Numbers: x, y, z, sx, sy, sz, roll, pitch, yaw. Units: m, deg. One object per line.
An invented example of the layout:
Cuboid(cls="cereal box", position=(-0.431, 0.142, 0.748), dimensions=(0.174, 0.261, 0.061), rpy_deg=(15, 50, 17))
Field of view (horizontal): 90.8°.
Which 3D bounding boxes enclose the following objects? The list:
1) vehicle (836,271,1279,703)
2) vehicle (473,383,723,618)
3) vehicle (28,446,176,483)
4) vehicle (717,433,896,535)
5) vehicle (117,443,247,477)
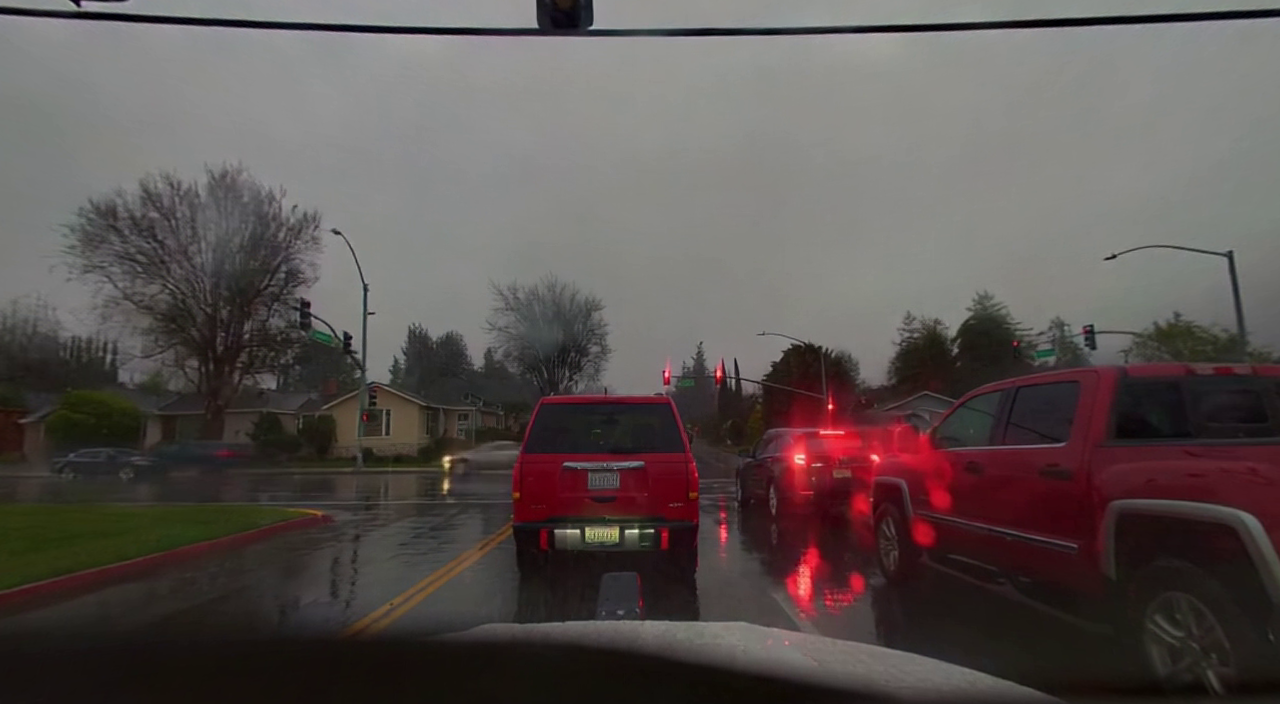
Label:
Cuboid(cls="vehicle", position=(2.985, 0.939, 3.872), dimensions=(1.886, 1.849, 5.070), rpy_deg=(0, -8, -1))
Cuboid(cls="vehicle", position=(-0.272, 1.382, 6.614), dimensions=(1.915, 1.780, 3.379), rpy_deg=(0, -8, 2))
Cuboid(cls="vehicle", position=(-22.904, 4.784, 27.062), dimensions=(4.533, 1.350, 1.714), rpy_deg=(0, -7, -9))
Cuboid(cls="vehicle", position=(2.721, 2.263, 11.527), dimensions=(1.952, 1.465, 4.421), rpy_deg=(0, -8, -2))
Cuboid(cls="vehicle", position=(-22.107, 5.203, 30.666), dimensions=(4.718, 1.530, 1.747), rpy_deg=(1, -8, -9))
